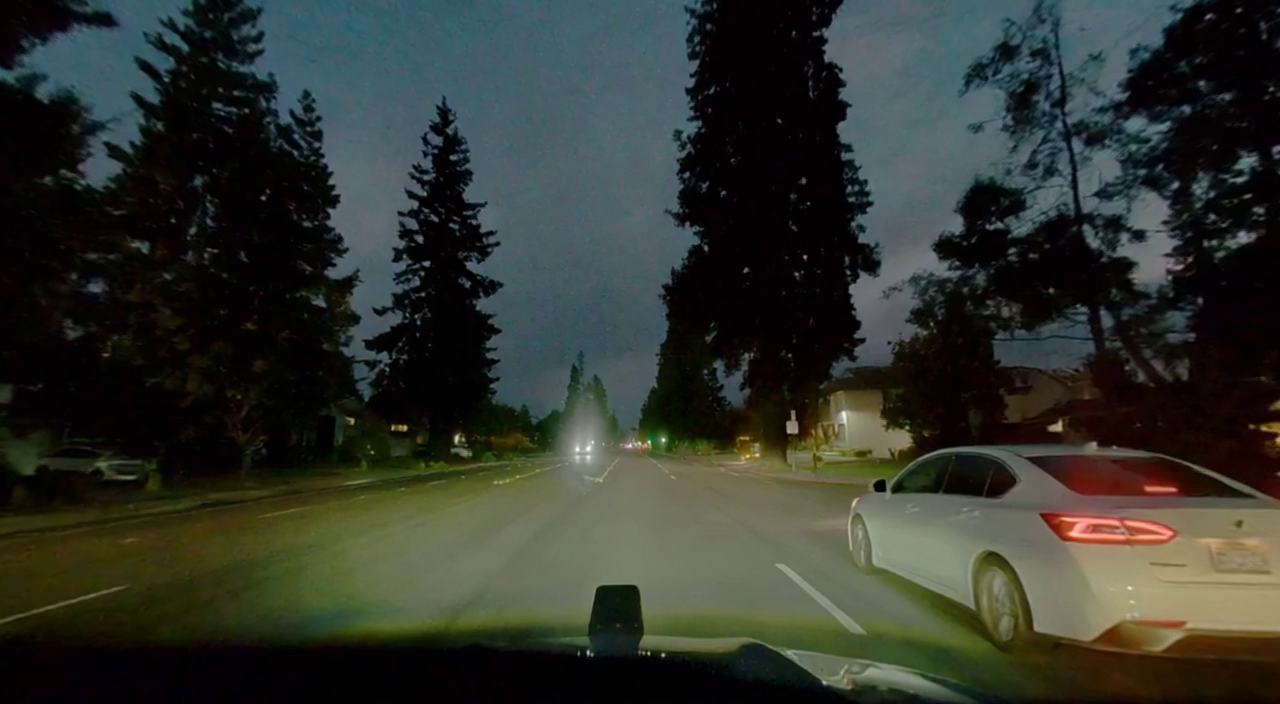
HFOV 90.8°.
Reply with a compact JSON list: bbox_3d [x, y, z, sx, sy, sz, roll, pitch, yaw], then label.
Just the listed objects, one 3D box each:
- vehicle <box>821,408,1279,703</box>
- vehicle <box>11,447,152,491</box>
[{"bbox_3d":[3.084,1.313,4.912,2.057,1.493,4.225,0,-8,-1],"label":"vehicle"},{"bbox_3d":[-23.789,4.970,27.018,4.230,1.721,2.028,-1,-8,4],"label":"vehicle"}]
